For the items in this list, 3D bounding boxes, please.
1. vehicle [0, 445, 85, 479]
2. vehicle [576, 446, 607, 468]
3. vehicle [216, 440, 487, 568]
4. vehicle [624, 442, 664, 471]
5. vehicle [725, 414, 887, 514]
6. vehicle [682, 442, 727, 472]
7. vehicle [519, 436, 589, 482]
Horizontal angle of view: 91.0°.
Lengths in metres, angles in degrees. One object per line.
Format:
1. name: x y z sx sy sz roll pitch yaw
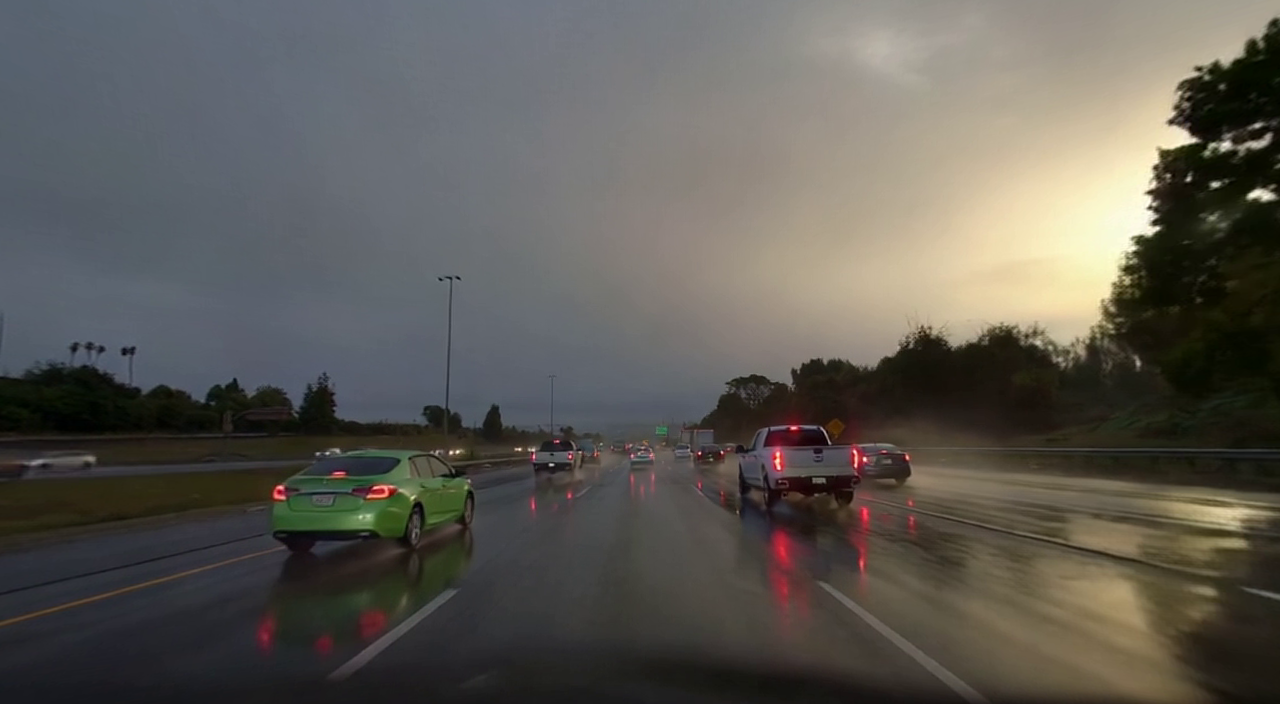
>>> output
1. vehicle: -30.885 5.464 31.595 1.875 1.542 4.486 0 -9 0
2. vehicle: -3.405 7.423 44.722 1.907 1.484 3.954 0 -9 0
3. vehicle: -3.816 2.065 9.370 1.947 1.424 4.264 0 -9 1
4. vehicle: 0.202 6.023 36.436 2.147 1.572 4.094 0 -9 0
5. vehicle: 3.618 2.608 15.158 2.340 1.925 5.529 1 -9 -1
6. vehicle: 3.773 6.200 37.469 2.145 1.636 4.437 1 -9 -1
7. vehicle: -3.575 4.560 27.117 2.176 1.783 4.799 0 -9 2
